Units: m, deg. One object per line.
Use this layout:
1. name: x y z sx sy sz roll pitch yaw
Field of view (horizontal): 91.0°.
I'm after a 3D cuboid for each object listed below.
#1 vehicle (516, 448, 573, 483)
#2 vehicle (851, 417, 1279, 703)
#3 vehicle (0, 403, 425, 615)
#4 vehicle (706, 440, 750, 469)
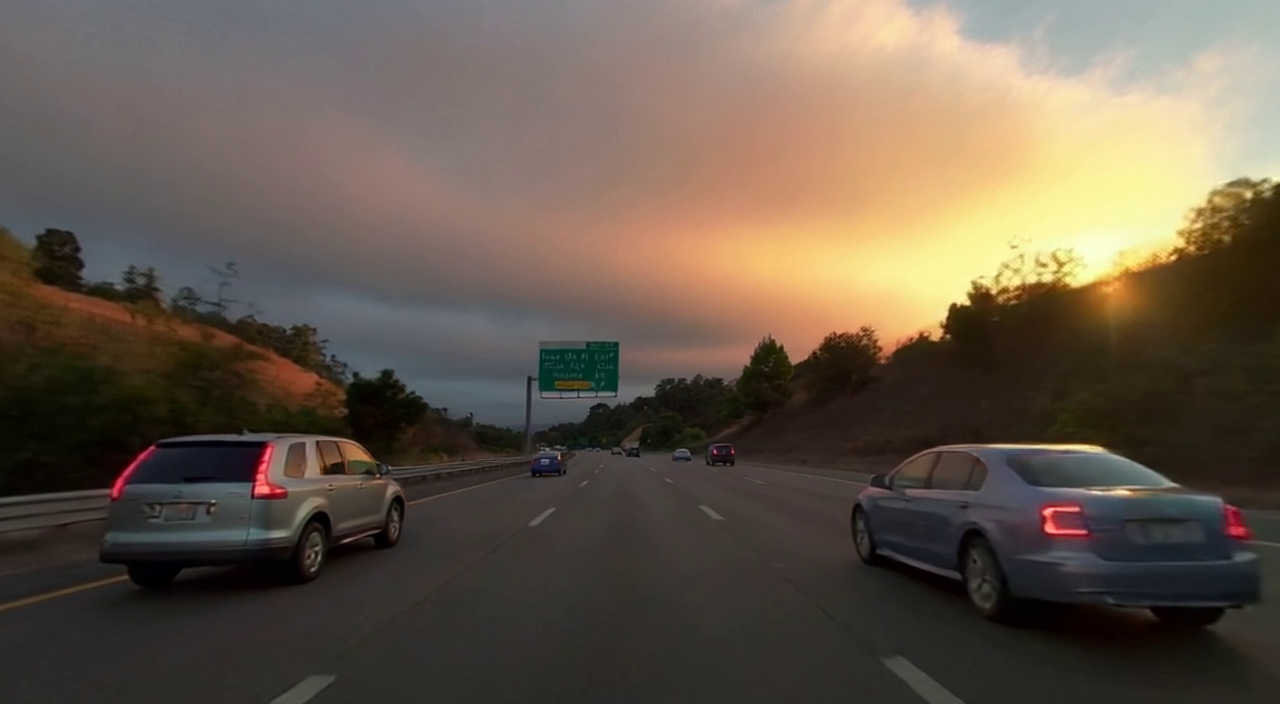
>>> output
1. vehicle: -4.333 5.232 29.306 2.009 1.488 4.289 0 -9 -1
2. vehicle: 3.710 1.483 5.644 2.120 1.572 4.344 0 -9 0
3. vehicle: -4.338 1.636 7.444 2.079 1.745 4.281 0 -9 0
4. vehicle: 6.611 7.745 47.677 2.378 2.096 5.119 0 -9 -2
